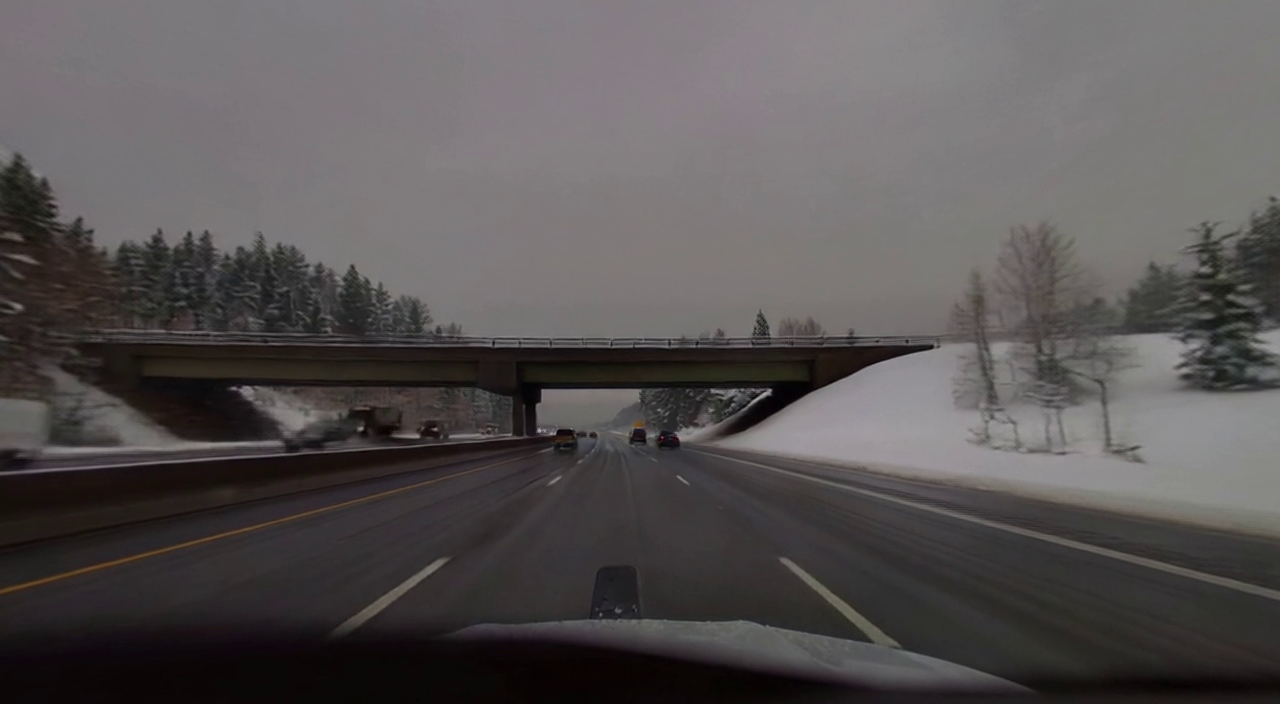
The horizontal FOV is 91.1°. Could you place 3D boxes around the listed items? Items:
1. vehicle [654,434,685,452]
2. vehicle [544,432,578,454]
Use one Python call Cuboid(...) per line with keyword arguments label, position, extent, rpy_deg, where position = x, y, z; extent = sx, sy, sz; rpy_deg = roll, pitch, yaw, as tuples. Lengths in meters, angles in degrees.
Cuboid(label="vehicle", position=(2.274, 7.070, 49.192), extent=(1.999, 1.329, 3.913), rpy_deg=(1, -8, -3))
Cuboid(label="vehicle", position=(-5.338, 6.187, 42.890), extent=(1.966, 1.460, 3.519), rpy_deg=(0, -8, -2))
